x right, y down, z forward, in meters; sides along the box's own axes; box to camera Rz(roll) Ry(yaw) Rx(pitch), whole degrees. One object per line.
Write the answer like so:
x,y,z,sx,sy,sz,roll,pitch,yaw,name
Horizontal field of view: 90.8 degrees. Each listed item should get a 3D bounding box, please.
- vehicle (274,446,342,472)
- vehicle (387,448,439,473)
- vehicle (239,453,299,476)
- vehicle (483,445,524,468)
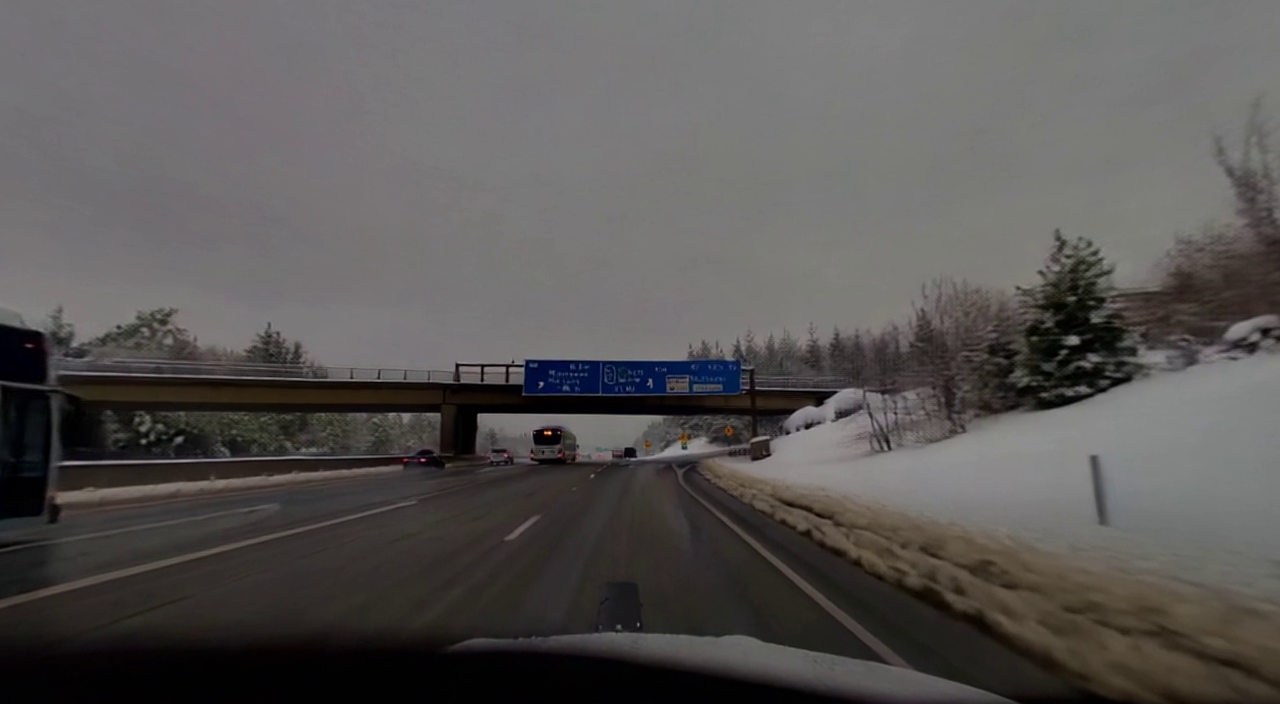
-22.273,7.174,42.609,1.999,1.640,4.855,0,-9,-1,vehicle
-14.300,6.873,40.015,1.878,1.470,3.825,0,-9,0,vehicle
-25.331,7.678,43.233,1.701,1.390,4.014,0,-9,-1,vehicle
-10.154,7.806,47.191,1.979,1.600,4.516,0,-9,1,vehicle
